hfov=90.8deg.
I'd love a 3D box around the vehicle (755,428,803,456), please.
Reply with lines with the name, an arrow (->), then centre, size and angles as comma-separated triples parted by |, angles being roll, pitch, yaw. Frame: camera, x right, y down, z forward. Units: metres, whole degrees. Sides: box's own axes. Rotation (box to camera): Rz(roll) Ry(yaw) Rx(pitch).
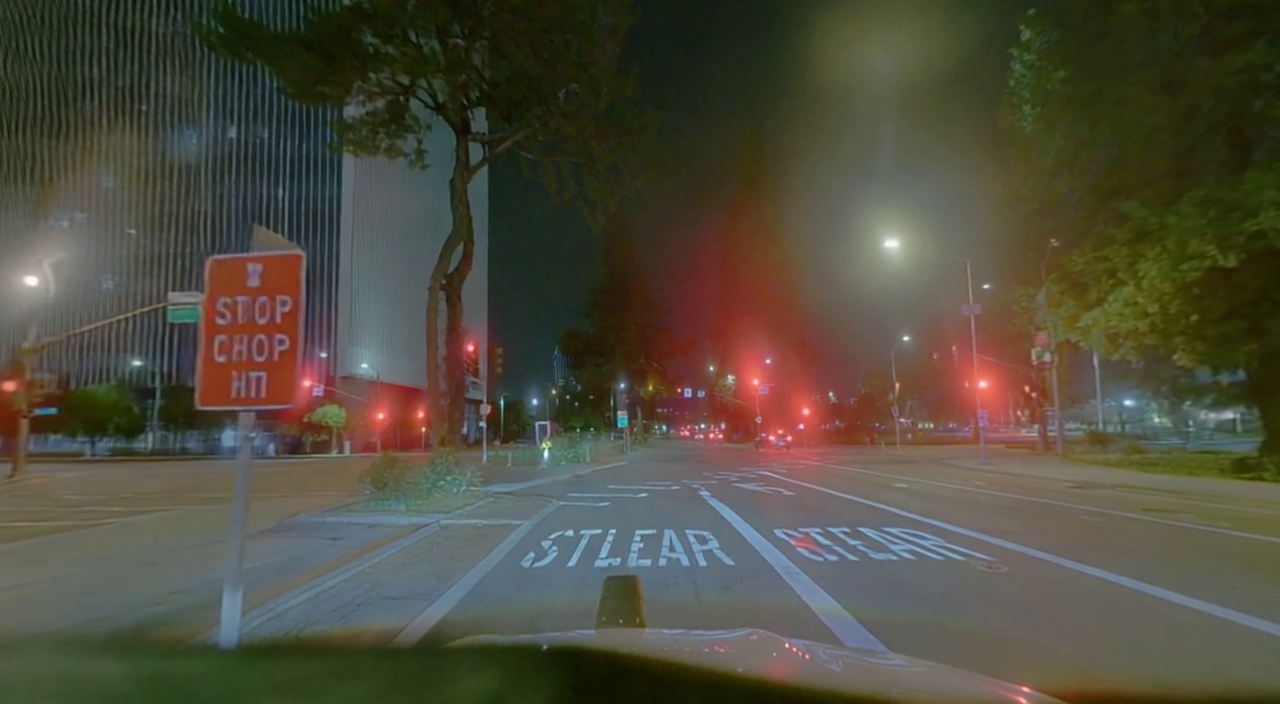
vehicle -> 9.768, 6.422, 44.853 | 2.156, 1.881, 4.743 | 0, -9, -2
